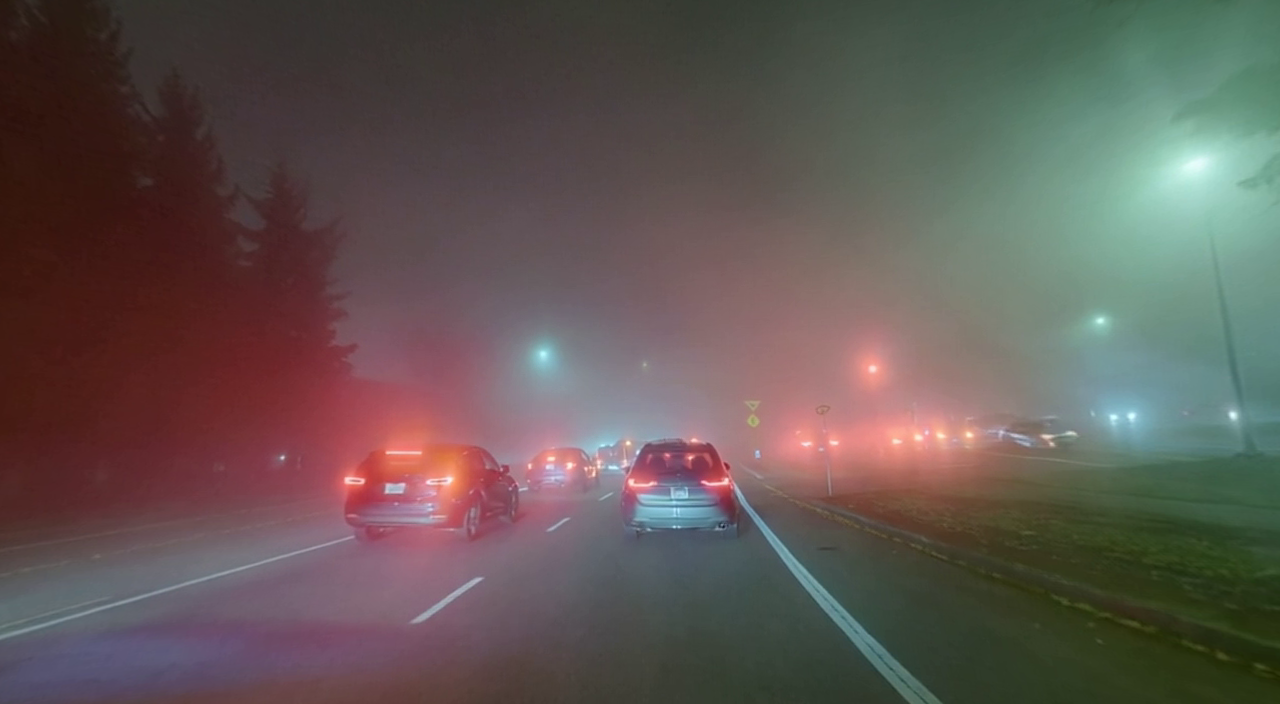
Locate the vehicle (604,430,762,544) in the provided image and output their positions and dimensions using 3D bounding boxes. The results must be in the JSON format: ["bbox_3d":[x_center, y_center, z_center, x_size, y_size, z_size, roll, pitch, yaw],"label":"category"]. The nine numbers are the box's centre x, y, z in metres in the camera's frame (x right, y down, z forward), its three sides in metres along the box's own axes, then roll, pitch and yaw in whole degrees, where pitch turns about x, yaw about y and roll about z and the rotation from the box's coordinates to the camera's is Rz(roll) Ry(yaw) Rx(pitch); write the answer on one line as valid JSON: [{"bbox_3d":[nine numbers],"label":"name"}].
[{"bbox_3d":[0.632,2.156,10.691,2.142,1.528,4.133,0,-9,2],"label":"vehicle"}]

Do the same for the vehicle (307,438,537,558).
[{"bbox_3d":[-3.129,2.178,10.168,1.940,1.502,4.241,-1,-9,4],"label":"vehicle"}]

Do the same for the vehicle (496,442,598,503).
[{"bbox_3d":[-2.490,3.340,17.915,1.870,1.490,4.187,-1,-9,6],"label":"vehicle"}]

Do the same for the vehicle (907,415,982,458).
[{"bbox_3d":[14.992,4.241,31.317,2.288,1.933,4.612,-2,-9,13],"label":"vehicle"}]
